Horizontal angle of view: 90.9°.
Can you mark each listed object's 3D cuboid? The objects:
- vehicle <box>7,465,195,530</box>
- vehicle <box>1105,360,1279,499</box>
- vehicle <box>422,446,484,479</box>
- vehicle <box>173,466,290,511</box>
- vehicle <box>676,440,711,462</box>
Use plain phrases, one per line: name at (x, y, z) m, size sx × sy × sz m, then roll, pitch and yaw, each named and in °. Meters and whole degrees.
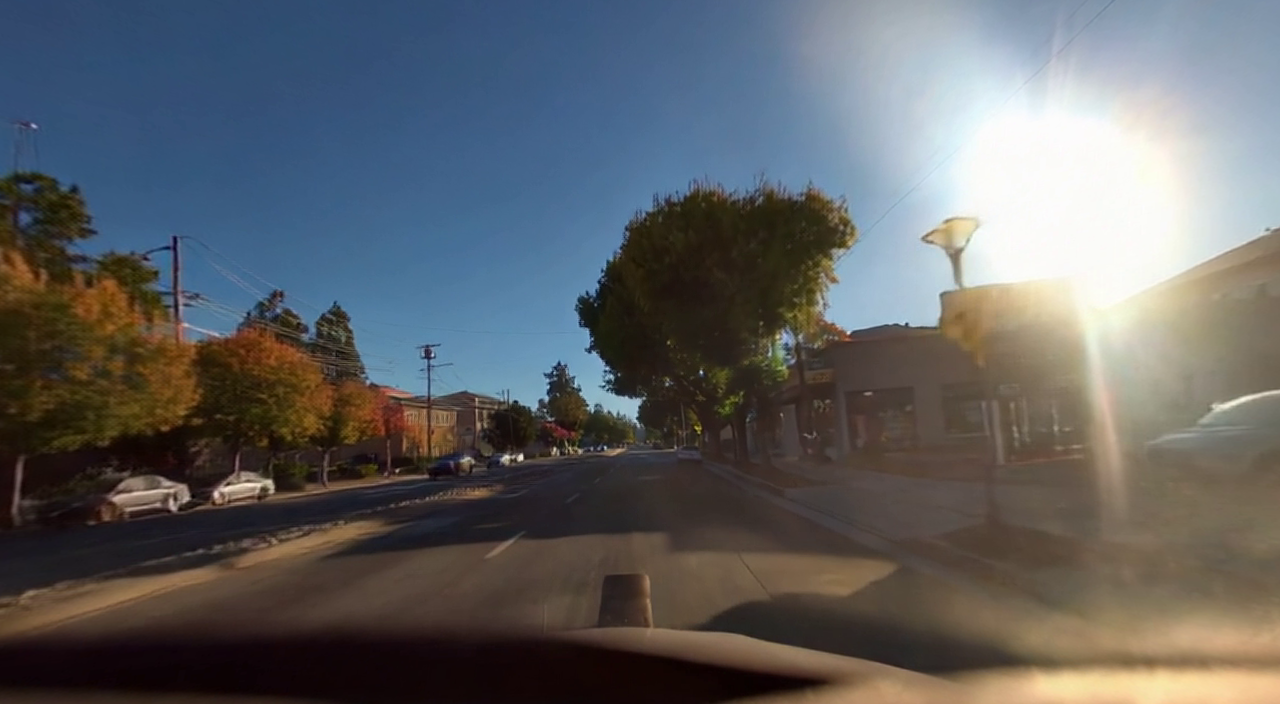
vehicle at (-17.991, 4.827, 21.474) m, size 1.882 × 1.706 × 4.938 m, roll -3°, pitch -9°, yaw 3°
vehicle at (9.916, 1.117, 9.078) m, size 4.843 × 1.748 × 1.985 m, roll 0°, pitch -8°, yaw -3°
vehicle at (-10.983, 6.492, 37.342) m, size 2.079 × 1.812 × 4.757 m, roll -1°, pitch -8°, yaw 2°
vehicle at (-17.835, 5.953, 27.865) m, size 1.902 × 1.484 × 4.908 m, roll -4°, pitch -9°, yaw 1°
vehicle at (3.709, 7.005, 44.697) m, size 2.041 × 1.523 × 4.281 m, roll 0°, pitch -8°, yaw -1°
